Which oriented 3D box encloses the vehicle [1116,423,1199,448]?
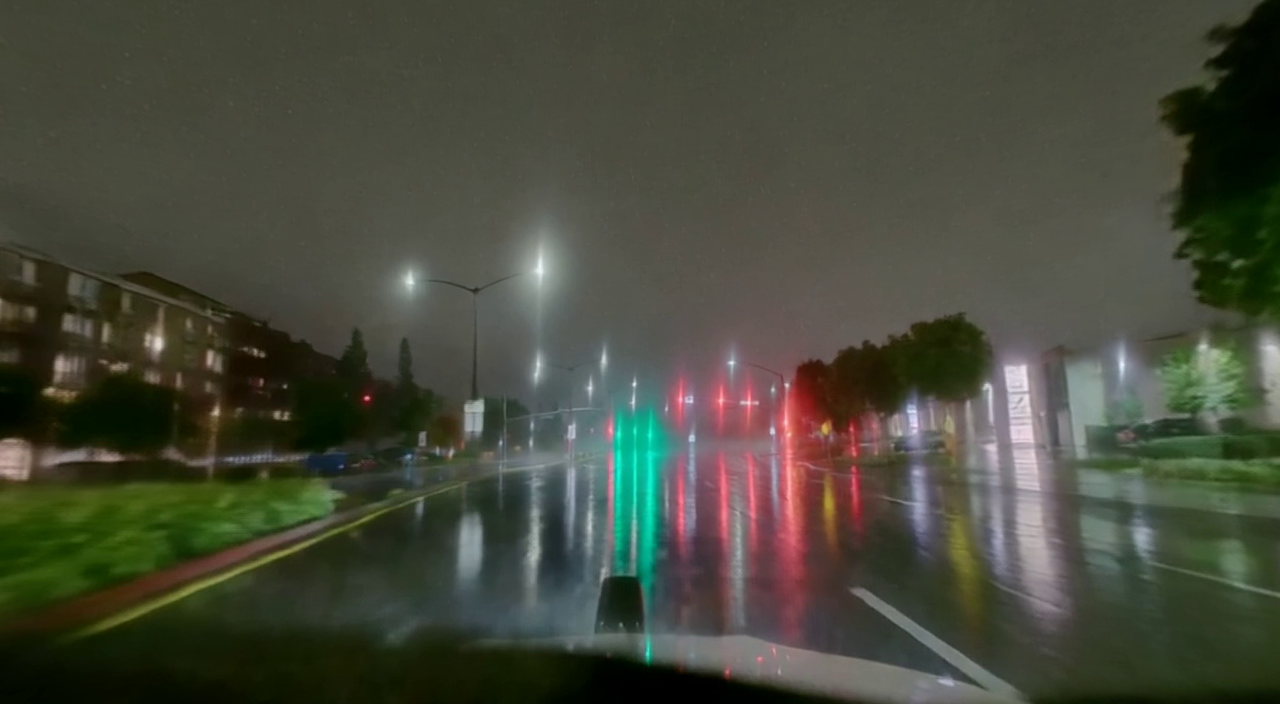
[{"bbox_3d":[32.372,5.282,39.634,1.574,1.448,3.558,2,-9,-22],"label":"vehicle"}]

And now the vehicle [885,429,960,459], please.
[{"bbox_3d":[20.102,6.579,45.192,2.074,1.959,4.793,2,-9,-18],"label":"vehicle"}]
